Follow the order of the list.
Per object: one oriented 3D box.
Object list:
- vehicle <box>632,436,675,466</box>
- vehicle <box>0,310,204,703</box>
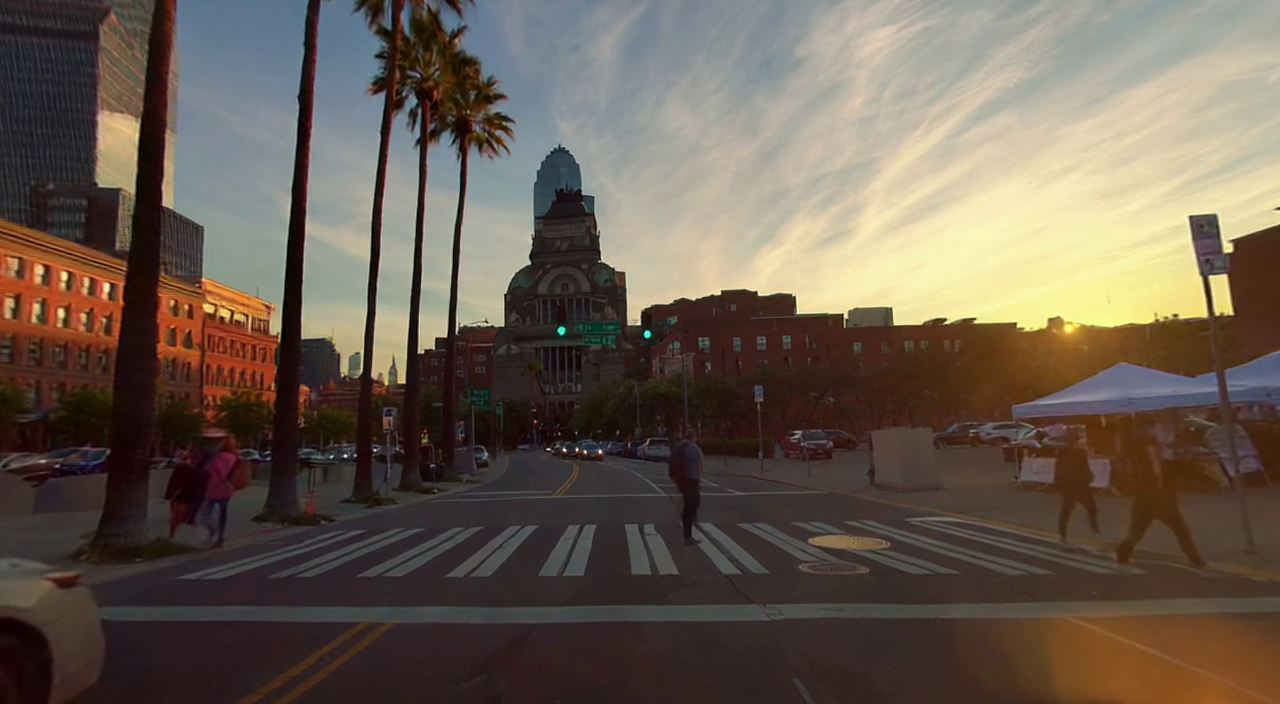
[{"bbox_3d":[0.914,7.288,46.648,2.322,2.071,5.366,1,-9,-9],"label":"vehicle"},{"bbox_3d":[-3.225,0.495,0.813,1.948,1.674,4.668,0,-8,0],"label":"vehicle"}]
